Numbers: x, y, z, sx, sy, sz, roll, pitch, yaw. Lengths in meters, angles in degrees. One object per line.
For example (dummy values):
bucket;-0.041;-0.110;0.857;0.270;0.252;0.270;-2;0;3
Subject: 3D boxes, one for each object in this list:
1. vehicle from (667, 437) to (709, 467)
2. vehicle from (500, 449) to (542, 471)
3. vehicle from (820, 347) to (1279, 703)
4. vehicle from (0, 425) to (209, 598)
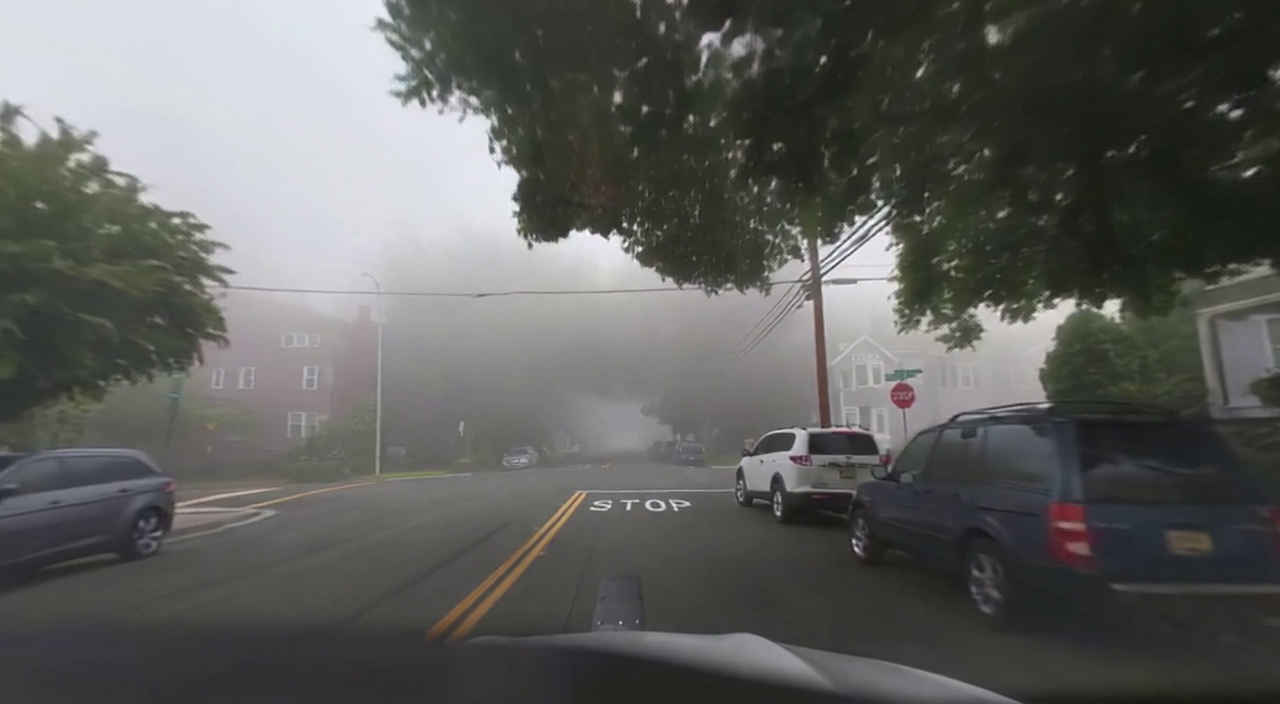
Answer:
vehicle;2.874;6.133;38.814;2.114;1.708;4.474;0;-9;-1
vehicle;-7.450;6.774;39.932;1.926;1.307;3.909;0;-9;0
vehicle;3.184;1.175;5.390;1.993;1.778;4.311;0;-9;0
vehicle;-7.250;1.791;6.967;1.980;1.664;4.342;-5;-11;0
